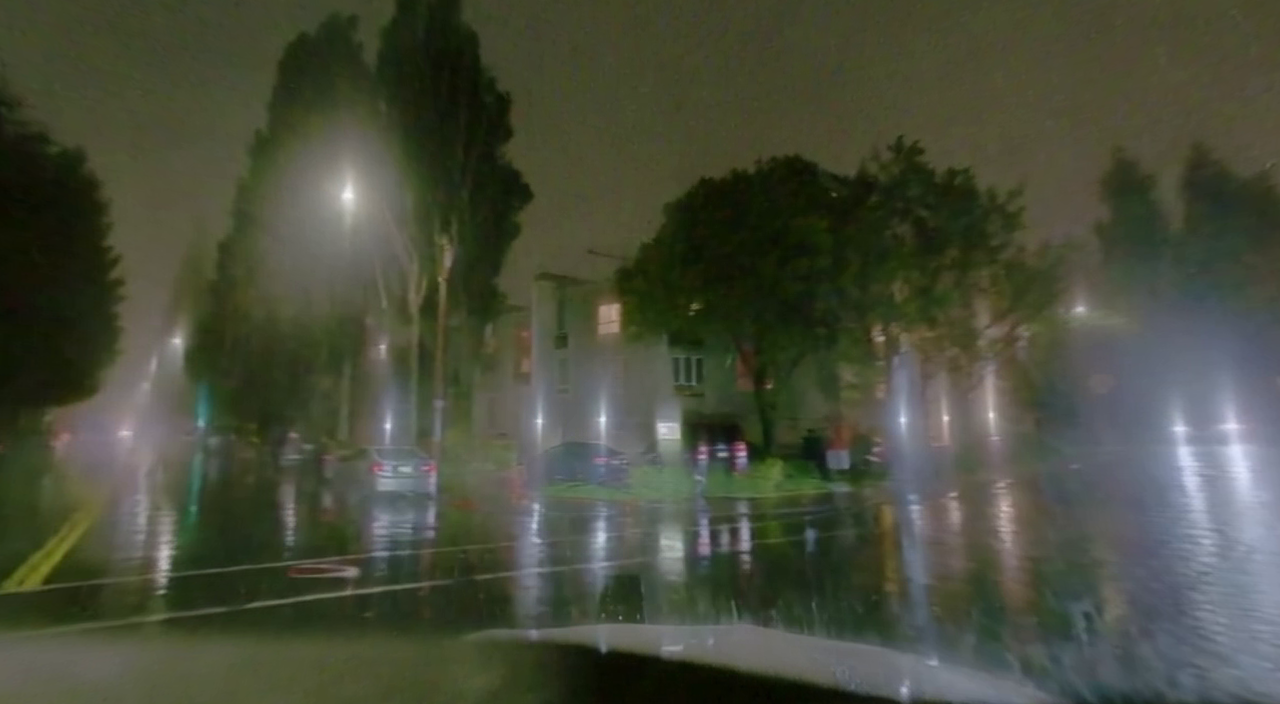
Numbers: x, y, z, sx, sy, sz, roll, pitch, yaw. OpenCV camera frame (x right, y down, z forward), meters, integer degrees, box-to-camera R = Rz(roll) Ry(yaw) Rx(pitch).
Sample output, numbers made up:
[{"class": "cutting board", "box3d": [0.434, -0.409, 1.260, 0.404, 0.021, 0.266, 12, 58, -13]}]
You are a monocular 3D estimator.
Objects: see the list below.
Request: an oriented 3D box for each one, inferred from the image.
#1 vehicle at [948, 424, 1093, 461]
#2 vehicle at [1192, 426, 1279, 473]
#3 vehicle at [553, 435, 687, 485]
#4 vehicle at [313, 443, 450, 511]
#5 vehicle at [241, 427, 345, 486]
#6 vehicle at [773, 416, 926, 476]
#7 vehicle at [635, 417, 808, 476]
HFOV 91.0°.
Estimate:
[{"class": "vehicle", "box3d": [16.574, 3.996, 27.697, 1.802, 1.480, 5.079, 6, -10, -39]}, {"class": "vehicle", "box3d": [20.804, 3.315, 21.626, 4.076, 1.454, 2.009, 7, -11, -39]}, {"class": "vehicle", "box3d": [-0.573, 3.373, 20.012, 3.821, 1.417, 2.061, 7, -11, -41]}, {"class": "vehicle", "box3d": [-6.693, 3.037, 15.971, 1.977, 1.410, 4.744, 6, -10, -37]}, {"class": "vehicle", "box3d": [-13.698, 4.023, 24.631, 2.365, 1.970, 6.011, 6, -11, -39]}, {"class": "vehicle", "box3d": [6.202, 2.745, 18.461, 4.413, 1.549, 1.918, 5, -10, -34]}, {"class": "vehicle", "box3d": [2.566, 2.814, 18.906, 5.312, 1.533, 2.104, 7, -11, -40]}]
